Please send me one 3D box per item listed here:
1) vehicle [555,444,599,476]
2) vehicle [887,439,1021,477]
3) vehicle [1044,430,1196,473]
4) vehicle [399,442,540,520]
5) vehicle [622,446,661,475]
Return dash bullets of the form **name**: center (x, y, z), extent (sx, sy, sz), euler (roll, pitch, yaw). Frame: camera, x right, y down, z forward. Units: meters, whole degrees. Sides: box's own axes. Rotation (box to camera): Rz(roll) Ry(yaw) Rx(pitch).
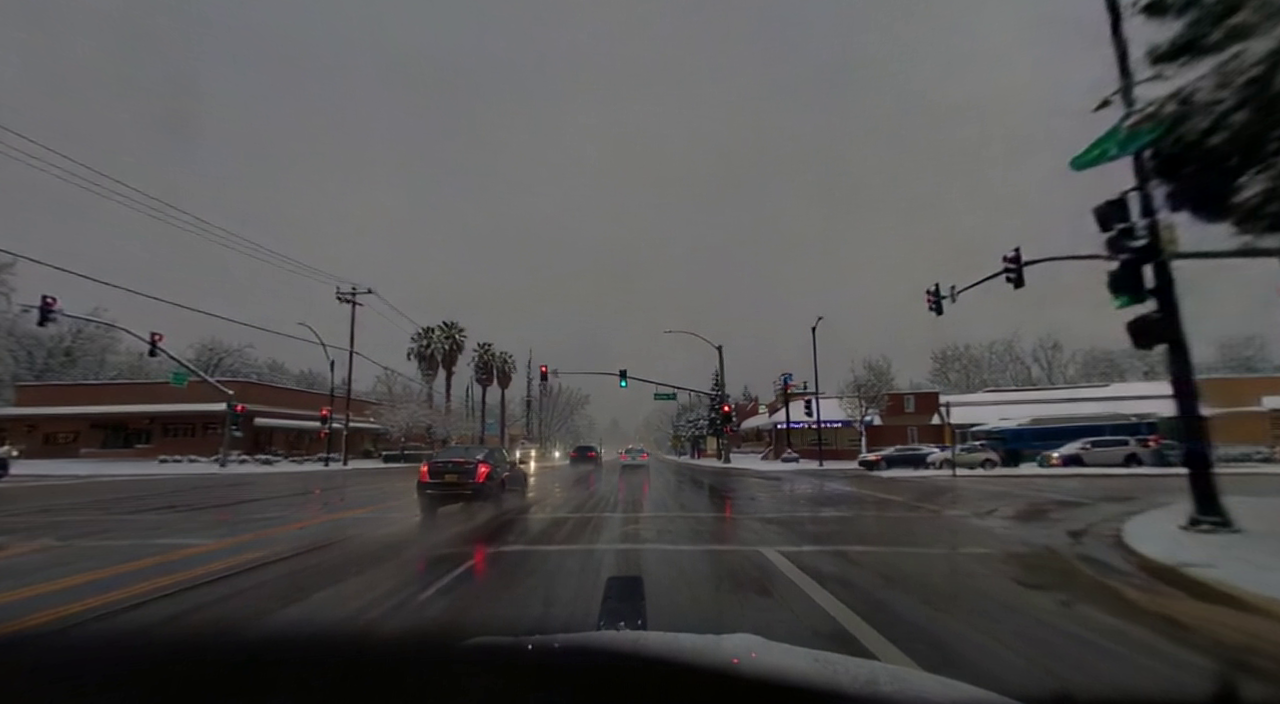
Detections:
- **vehicle**: center (-3.429, 5.964, 34.920), extent (1.979, 1.634, 3.957), euler (0, -8, 1)
- **vehicle**: center (13.179, 4.476, 26.596), extent (4.532, 1.504, 2.087), euler (0, -8, 0)
- **vehicle**: center (20.347, 4.232, 26.791), extent (4.699, 1.716, 2.108), euler (0, -8, -1)
- **vehicle**: center (-3.693, 2.851, 14.544), extent (1.904, 1.513, 4.410), euler (-1, -8, 2)
- **vehicle**: center (0.103, 6.132, 35.733), extent (2.094, 1.496, 4.070), euler (0, -8, 0)
